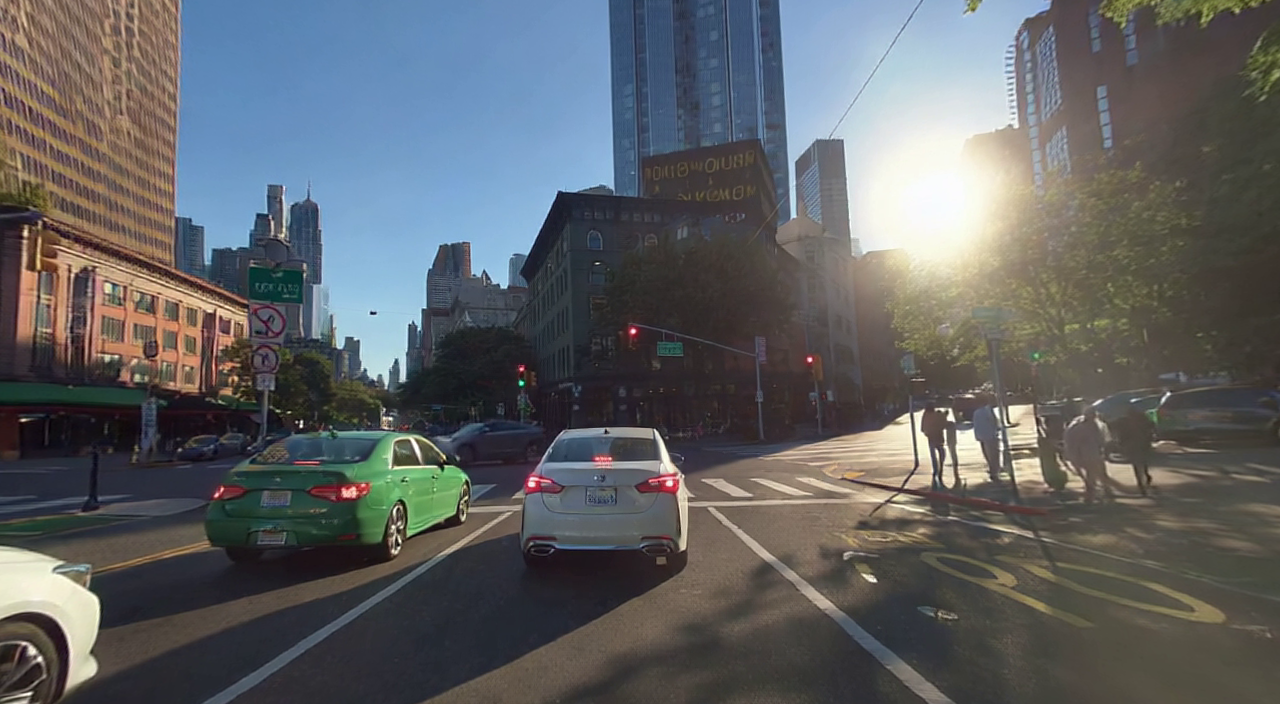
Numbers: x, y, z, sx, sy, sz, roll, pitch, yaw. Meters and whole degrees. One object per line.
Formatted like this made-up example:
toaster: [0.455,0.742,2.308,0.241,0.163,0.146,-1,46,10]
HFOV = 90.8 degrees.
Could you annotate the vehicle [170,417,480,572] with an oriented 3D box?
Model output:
vehicle: [-3.688,1.740,8.498,1.934,1.522,4.287,0,-8,0]

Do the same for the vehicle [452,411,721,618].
vehicle: [-0.415,1.499,6.728,1.999,1.520,3.896,0,-8,-1]

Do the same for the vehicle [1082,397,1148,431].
vehicle: [26.310,3.478,34.929,4.392,1.667,1.958,7,-11,-42]

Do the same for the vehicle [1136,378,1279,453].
vehicle: [21.628,2.355,22.871,5.863,2.493,2.354,2,-9,-12]

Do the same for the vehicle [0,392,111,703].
vehicle: [-3.918,0.705,1.181,1.995,1.524,4.438,0,-8,0]
